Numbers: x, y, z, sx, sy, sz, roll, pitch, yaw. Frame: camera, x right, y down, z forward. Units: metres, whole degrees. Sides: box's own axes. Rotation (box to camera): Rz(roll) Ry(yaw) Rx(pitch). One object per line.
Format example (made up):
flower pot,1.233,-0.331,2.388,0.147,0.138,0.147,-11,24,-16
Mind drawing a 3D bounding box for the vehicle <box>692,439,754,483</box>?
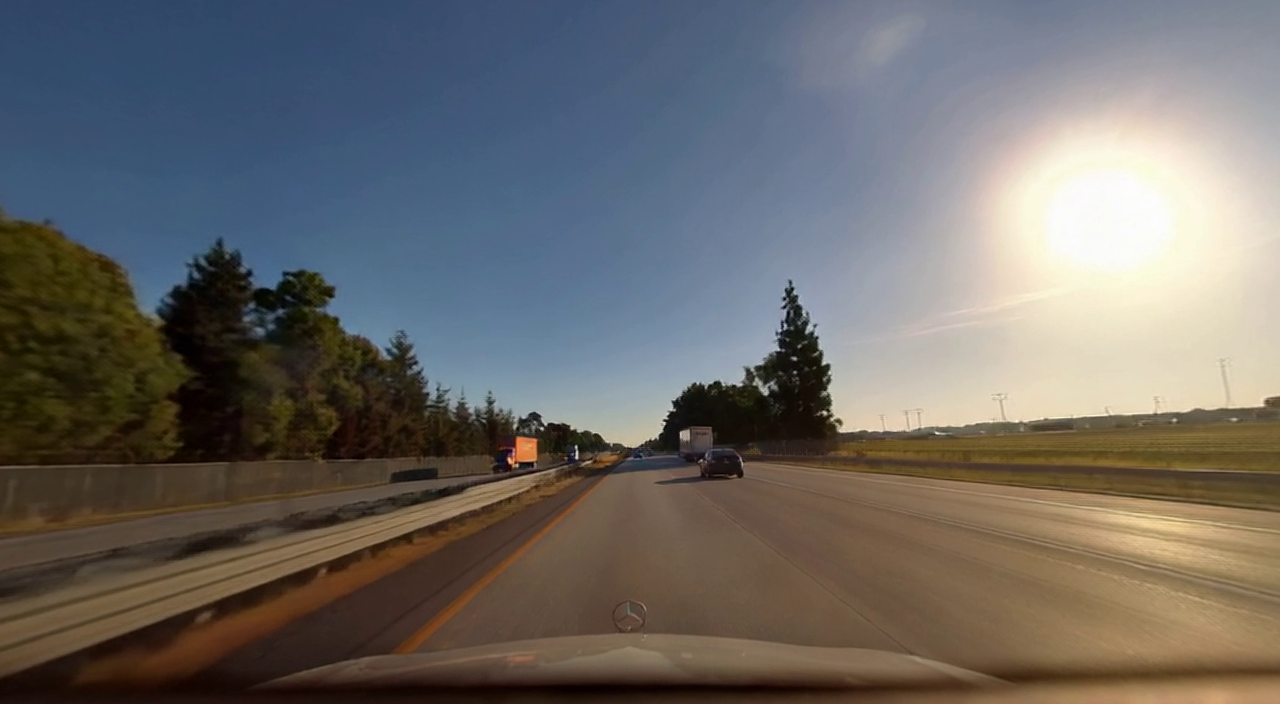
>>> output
vehicle,3.561,4.791,27.917,2.093,1.742,4.167,0,-9,-1
